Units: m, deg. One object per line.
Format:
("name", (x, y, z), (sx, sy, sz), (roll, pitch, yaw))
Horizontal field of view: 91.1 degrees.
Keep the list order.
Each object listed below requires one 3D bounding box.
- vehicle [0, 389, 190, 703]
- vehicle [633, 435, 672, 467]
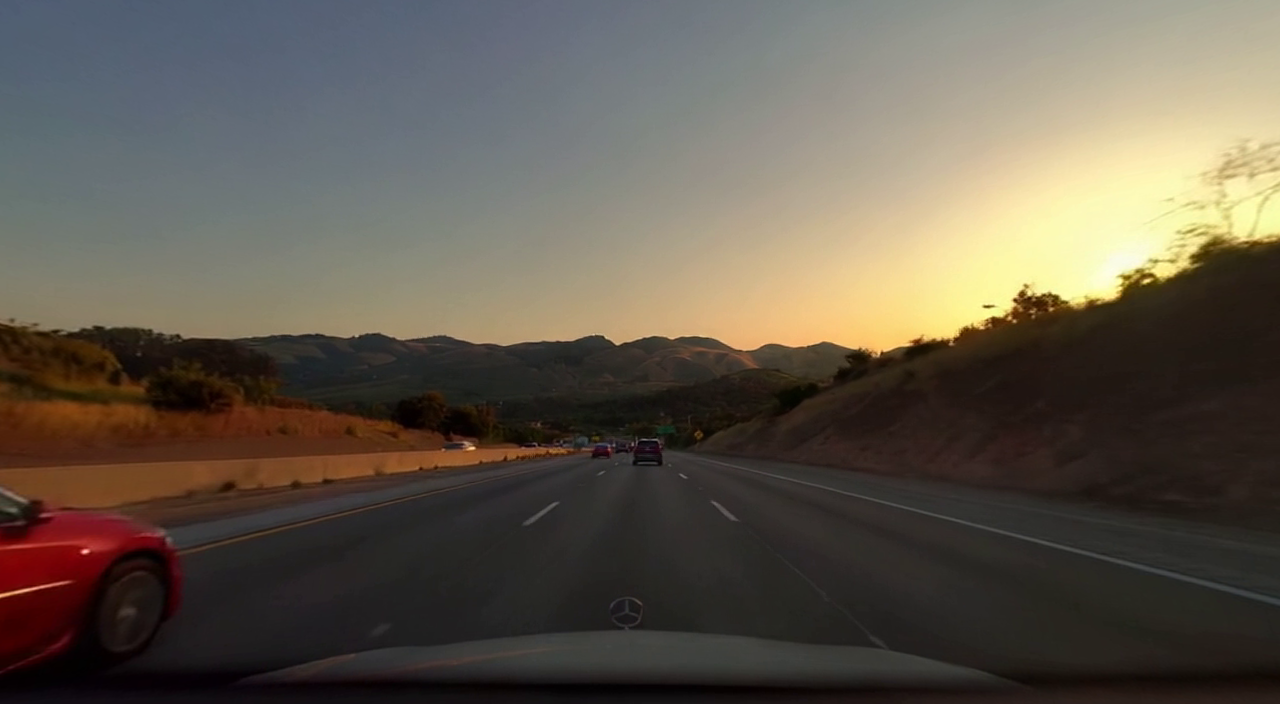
("vehicle", (-3.538, 0.755, 1.241), (2.044, 1.557, 4.277), (0, -8, 1))
("vehicle", (0.770, 6.164, 39.283), (2.272, 1.836, 4.866), (0, -8, 1))
